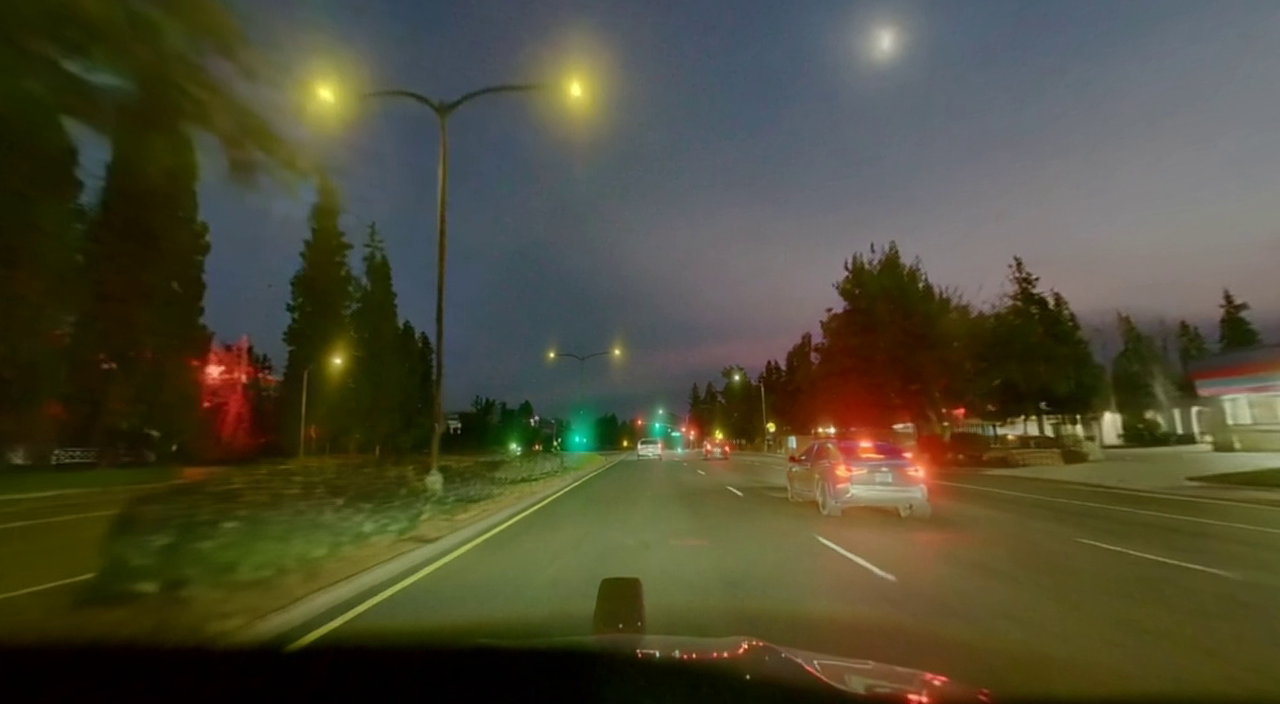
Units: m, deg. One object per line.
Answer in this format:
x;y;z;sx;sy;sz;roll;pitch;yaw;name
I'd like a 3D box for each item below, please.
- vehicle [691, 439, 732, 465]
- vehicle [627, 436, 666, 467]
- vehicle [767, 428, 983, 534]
4.371;6.207;38.960;1.980;1.515;4.362;0;-8;0;vehicle
0.415;5.871;37.105;2.172;1.694;4.055;0;-8;1;vehicle
3.870;2.222;11.466;2.119;1.509;4.756;0;-8;0;vehicle
